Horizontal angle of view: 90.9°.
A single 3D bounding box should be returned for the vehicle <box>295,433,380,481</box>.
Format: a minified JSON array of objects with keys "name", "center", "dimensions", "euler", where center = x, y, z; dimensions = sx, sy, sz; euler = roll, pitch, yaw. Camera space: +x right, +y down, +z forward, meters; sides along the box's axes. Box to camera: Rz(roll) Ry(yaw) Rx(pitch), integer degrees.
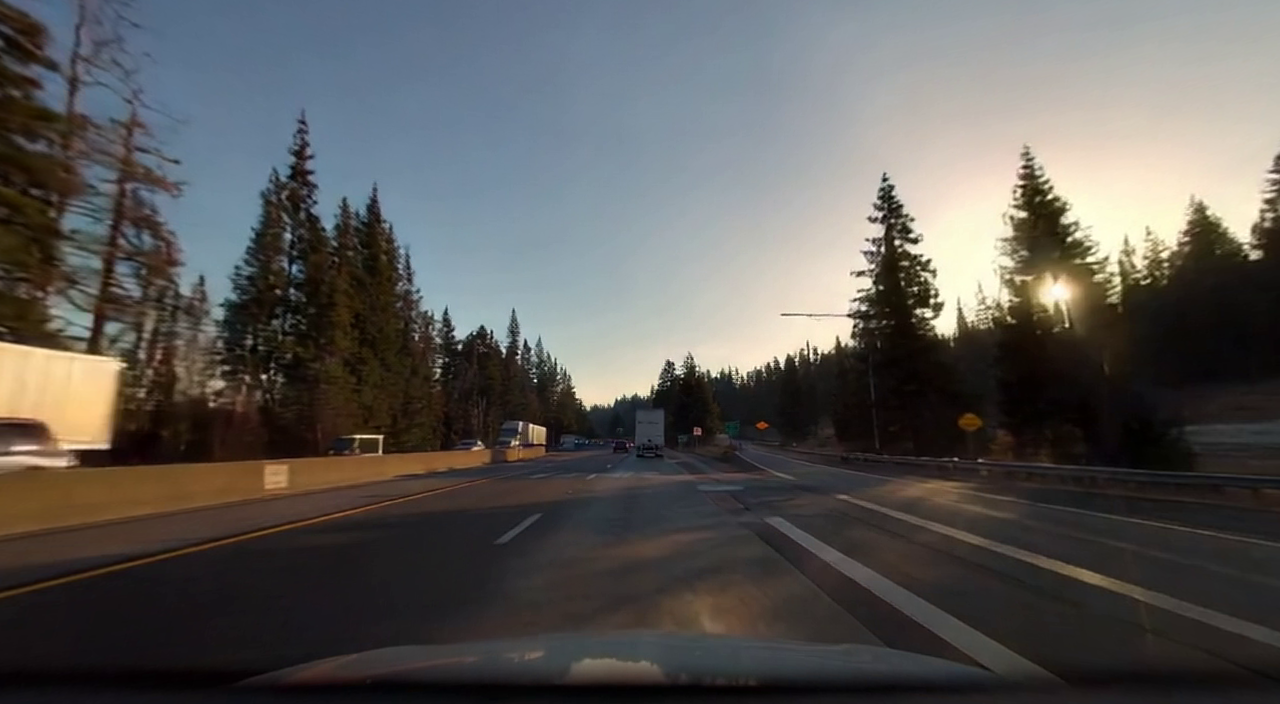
[{"name":"vehicle","center":[-17.893,6.226,37.681],"dimensions":[2.360,2.607,5.290],"euler":[0,-8,0]}]
